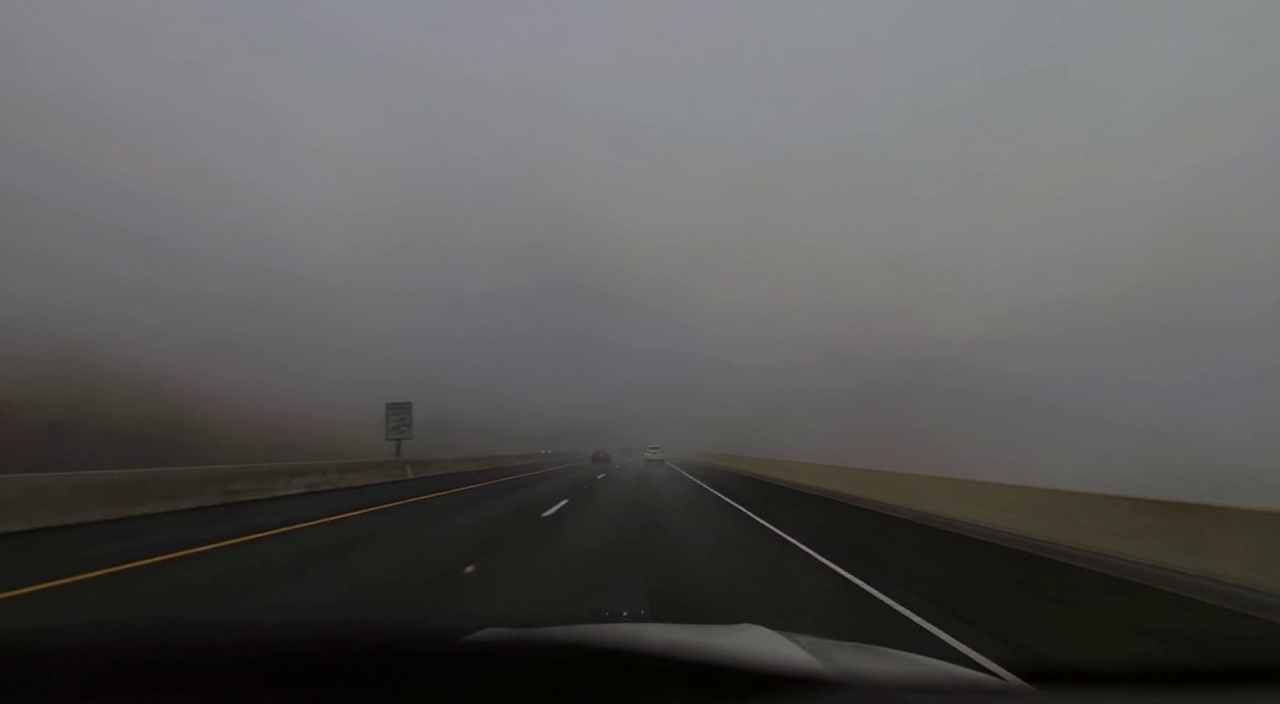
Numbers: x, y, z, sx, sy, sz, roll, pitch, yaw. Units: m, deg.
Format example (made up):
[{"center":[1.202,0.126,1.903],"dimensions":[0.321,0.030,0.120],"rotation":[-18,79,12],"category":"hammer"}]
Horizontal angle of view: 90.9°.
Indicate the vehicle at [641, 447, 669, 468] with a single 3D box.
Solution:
[{"center":[1.066,7.724,46.221],"dimensions":[1.934,1.488,3.832],"rotation":[0,-9,0],"category":"vehicle"}]
